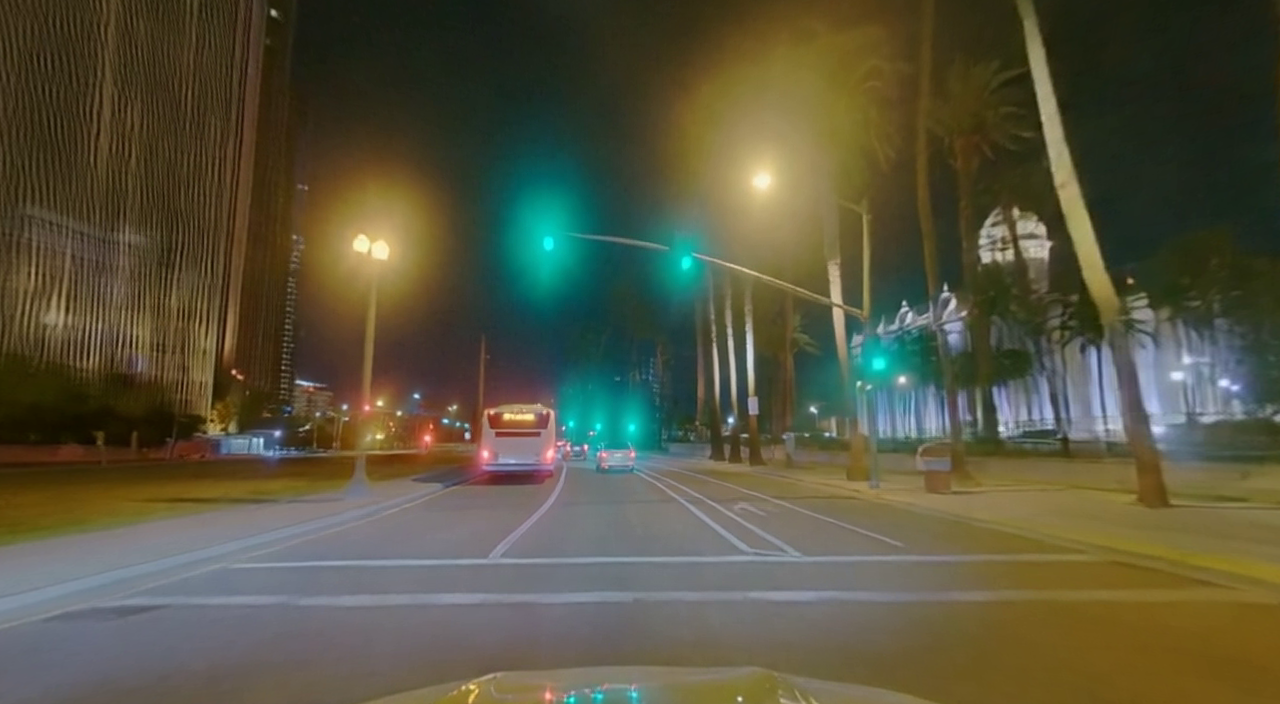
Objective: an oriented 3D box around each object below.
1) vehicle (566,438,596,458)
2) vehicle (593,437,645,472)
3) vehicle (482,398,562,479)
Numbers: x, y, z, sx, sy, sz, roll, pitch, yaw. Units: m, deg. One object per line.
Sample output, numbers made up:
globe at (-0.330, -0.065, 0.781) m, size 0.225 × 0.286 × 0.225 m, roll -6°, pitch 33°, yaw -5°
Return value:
vehicle at (-4.661, 7.554, 49.644) m, size 1.993 × 1.452 × 3.873 m, roll 1°, pitch -8°, yaw -11°
vehicle at (-1.073, 4.781, 29.577) m, size 2.107 × 1.481 × 4.097 m, roll 1°, pitch -8°, yaw -6°
vehicle at (-4.966, 3.850, 28.065) m, size 2.678 × 3.042 × 8.474 m, roll 0°, pitch -8°, yaw -5°
